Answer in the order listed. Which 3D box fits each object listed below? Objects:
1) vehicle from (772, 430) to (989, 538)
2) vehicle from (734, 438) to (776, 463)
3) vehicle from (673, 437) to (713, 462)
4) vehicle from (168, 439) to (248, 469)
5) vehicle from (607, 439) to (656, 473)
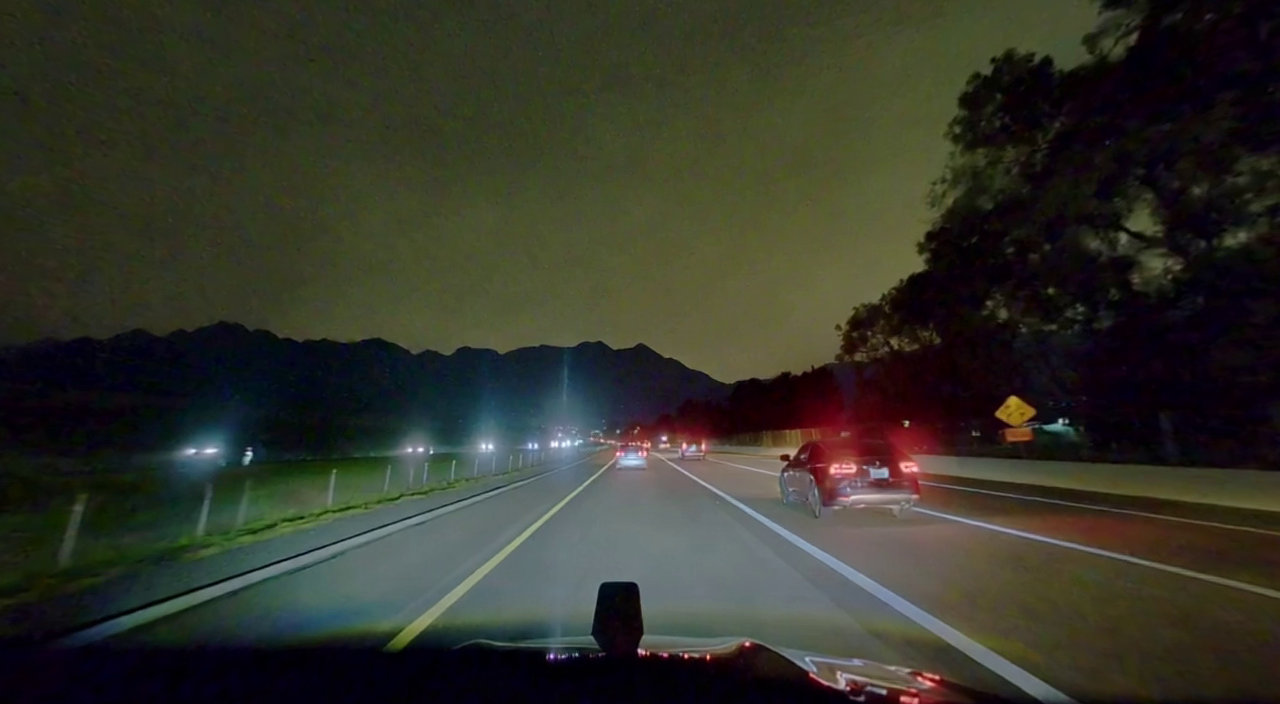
[{"bbox_3d":[3.713,2.109,10.709,1.957,1.447,4.241,0,-8,-1],"label":"vehicle"},{"bbox_3d":[7.720,6.657,42.698,1.996,1.637,3.990,0,-8,-1],"label":"vehicle"},{"bbox_3d":[3.761,7.007,45.226,2.436,1.704,4.694,0,-8,0],"label":"vehicle"},{"bbox_3d":[-28.235,6.672,41.332,1.948,1.867,4.621,0,-8,0],"label":"vehicle"},{"bbox_3d":[-0.358,4.722,28.725,2.085,1.449,3.860,0,-8,0],"label":"vehicle"}]
